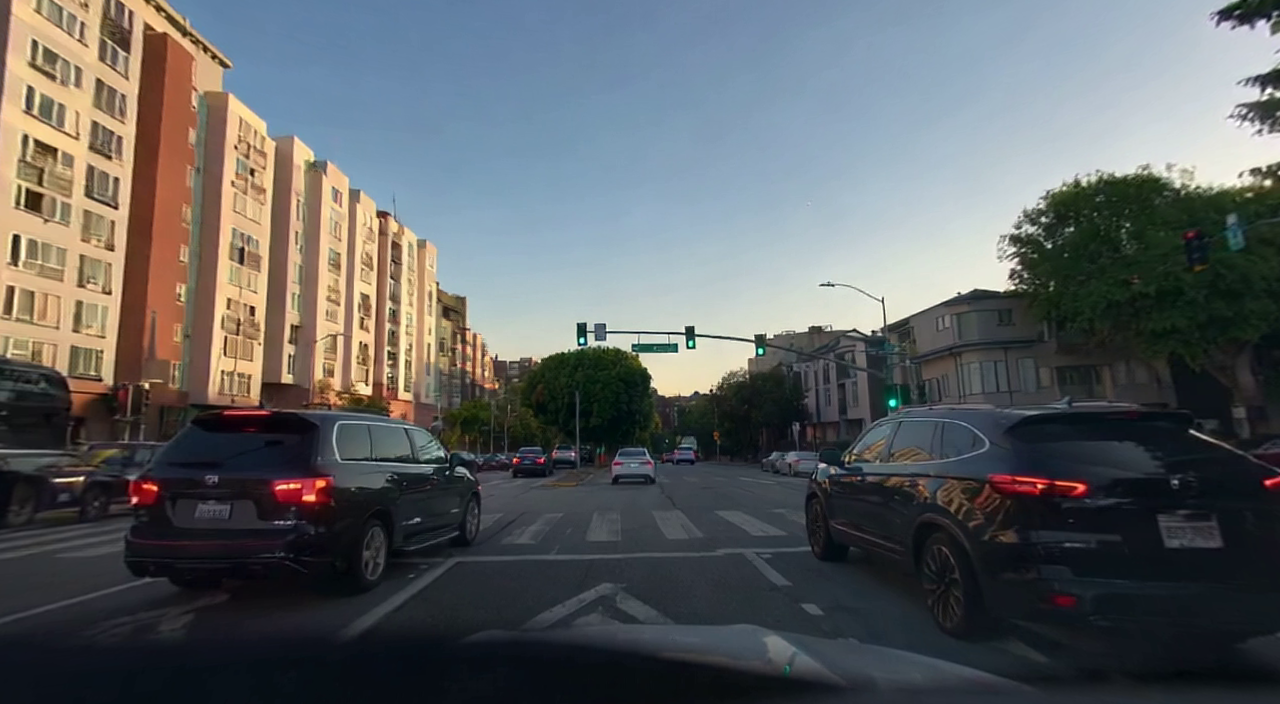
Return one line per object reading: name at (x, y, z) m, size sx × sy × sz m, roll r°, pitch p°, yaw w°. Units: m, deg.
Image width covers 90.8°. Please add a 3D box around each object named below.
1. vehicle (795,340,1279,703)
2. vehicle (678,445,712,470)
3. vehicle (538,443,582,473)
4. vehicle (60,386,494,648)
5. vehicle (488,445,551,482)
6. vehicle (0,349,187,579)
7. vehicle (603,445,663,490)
vehicle at (3.002, 1.202, 5.180) m, size 2.129 × 1.844 × 4.767 m, roll 0°, pitch -8°, yaw -1°
vehicle at (3.748, 7.258, 43.554) m, size 1.906 × 1.608 × 4.050 m, roll 0°, pitch -8°, yaw -1°
vehicle at (-5.195, 6.964, 41.729) m, size 2.275 × 1.816 × 4.923 m, roll 0°, pitch -8°, yaw 0°
vehicle at (-3.157, 1.520, 6.936) m, size 2.031 × 1.873 × 4.581 m, roll 0°, pitch -8°, yaw 0°
vehicle at (-5.684, 5.329, 30.375) m, size 2.062 × 1.532 × 4.830 m, roll -2°, pitch -9°, yaw 0°
vehicle at (-10.964, 0.763, 3.438) m, size 3.115 × 2.627 × 13.908 m, roll -4°, pitch -9°, yaw 25°
vehicle at (-0.265, 4.270, 23.708) m, size 2.059 × 1.492 × 4.033 m, roll 0°, pitch -8°, yaw -1°
